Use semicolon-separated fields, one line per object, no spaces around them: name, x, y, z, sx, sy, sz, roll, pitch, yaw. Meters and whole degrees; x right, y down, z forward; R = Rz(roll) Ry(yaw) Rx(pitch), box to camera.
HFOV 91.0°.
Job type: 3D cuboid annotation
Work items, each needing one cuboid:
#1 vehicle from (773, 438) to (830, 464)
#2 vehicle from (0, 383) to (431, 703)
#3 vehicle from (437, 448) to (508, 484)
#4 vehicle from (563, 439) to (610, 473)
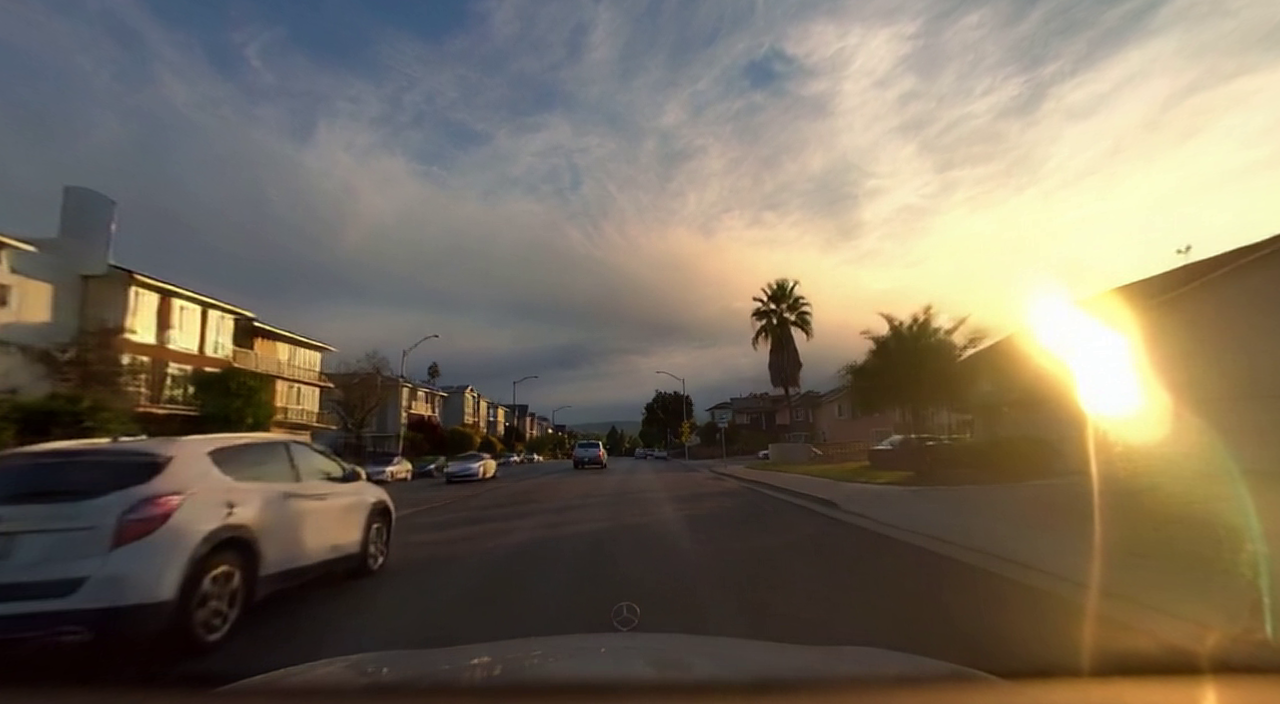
vehicle;12.513;7.702;48.907;3.778;1.744;1.804;-3;-9;-4
vehicle;-3.229;1.254;4.771;1.929;1.651;3.948;0;-9;0
vehicle;-7.463;5.109;28.511;1.979;1.500;4.383;0;-9;0
vehicle;-2.950;5.918;35.976;1.994;1.810;5.057;0;-9;3
